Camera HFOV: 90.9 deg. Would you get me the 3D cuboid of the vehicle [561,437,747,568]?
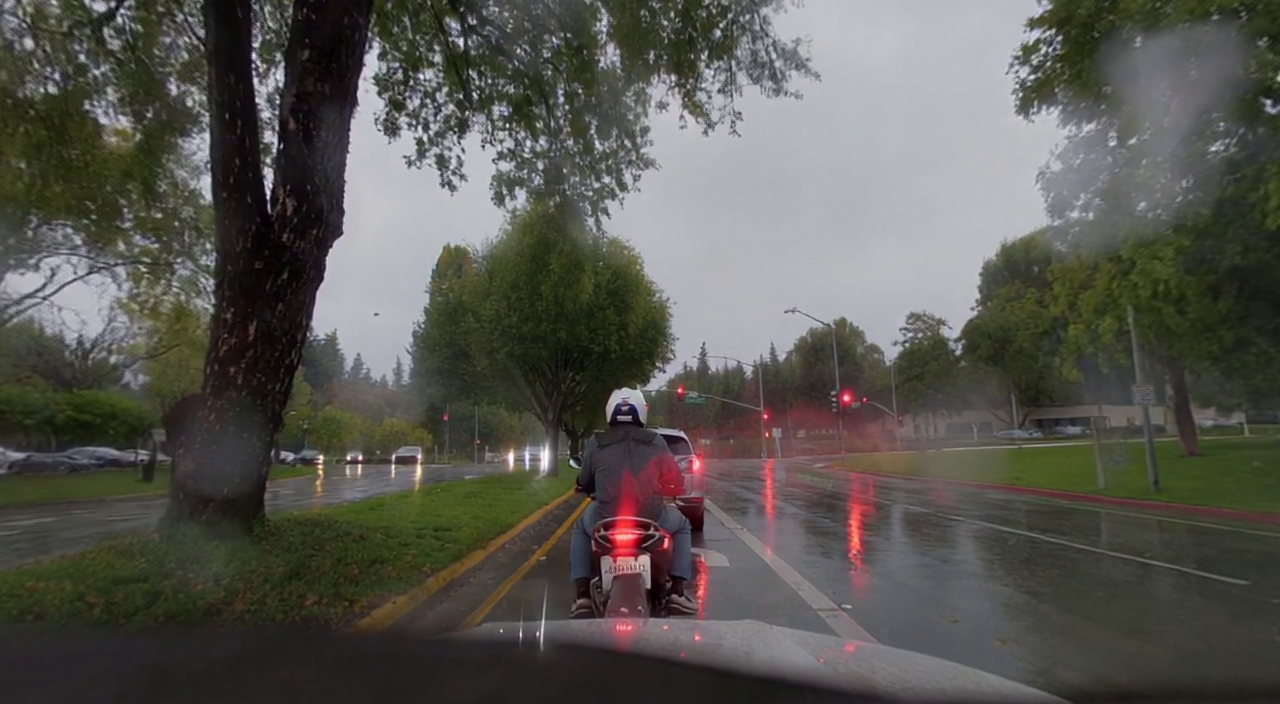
[{"bbox_3d":[0.120,2.024,9.405,2.093,1.450,4.437,0,-8,-1],"label":"vehicle"}]
